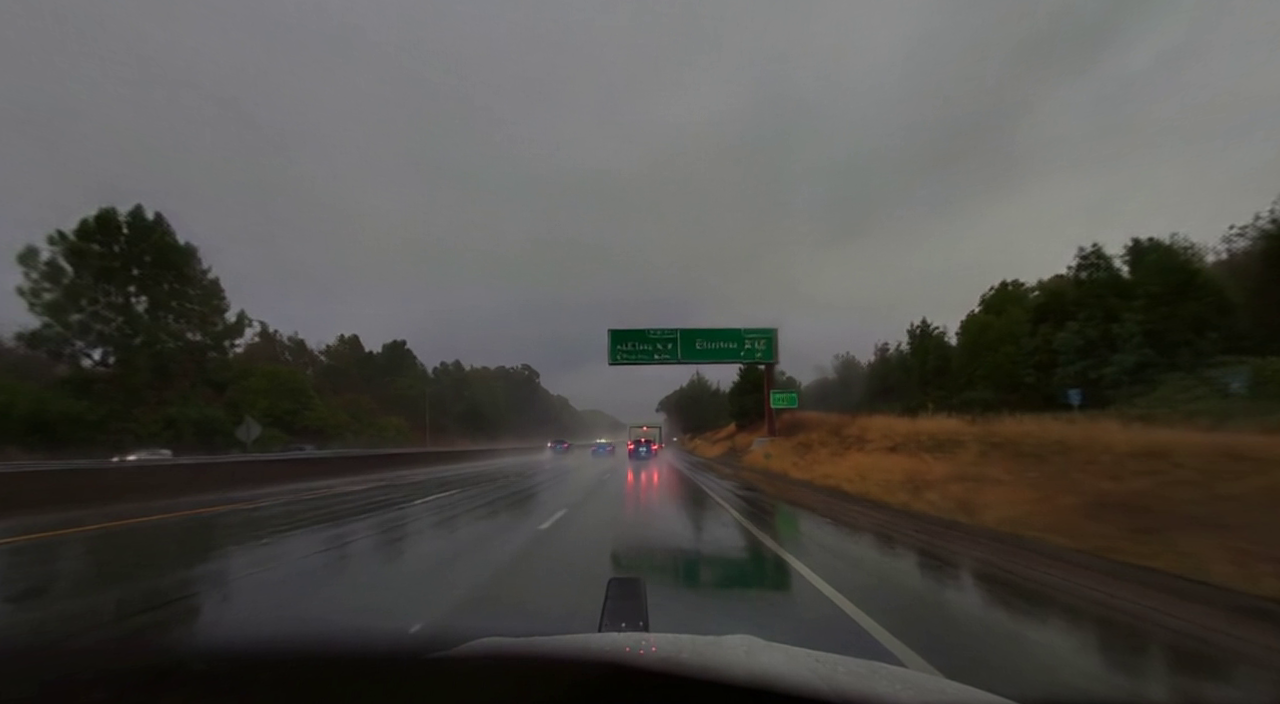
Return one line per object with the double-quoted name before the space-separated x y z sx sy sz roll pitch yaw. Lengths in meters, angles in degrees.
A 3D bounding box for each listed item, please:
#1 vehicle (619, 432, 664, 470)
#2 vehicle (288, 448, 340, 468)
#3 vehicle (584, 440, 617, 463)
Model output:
"vehicle" 0.101 5.398 34.629 2.309 1.915 5.130 0 -8 1
"vehicle" -24.343 7.893 47.206 1.826 1.366 3.839 0 -8 0
"vehicle" -2.931 7.520 47.817 2.139 1.589 5.102 -1 -8 1
